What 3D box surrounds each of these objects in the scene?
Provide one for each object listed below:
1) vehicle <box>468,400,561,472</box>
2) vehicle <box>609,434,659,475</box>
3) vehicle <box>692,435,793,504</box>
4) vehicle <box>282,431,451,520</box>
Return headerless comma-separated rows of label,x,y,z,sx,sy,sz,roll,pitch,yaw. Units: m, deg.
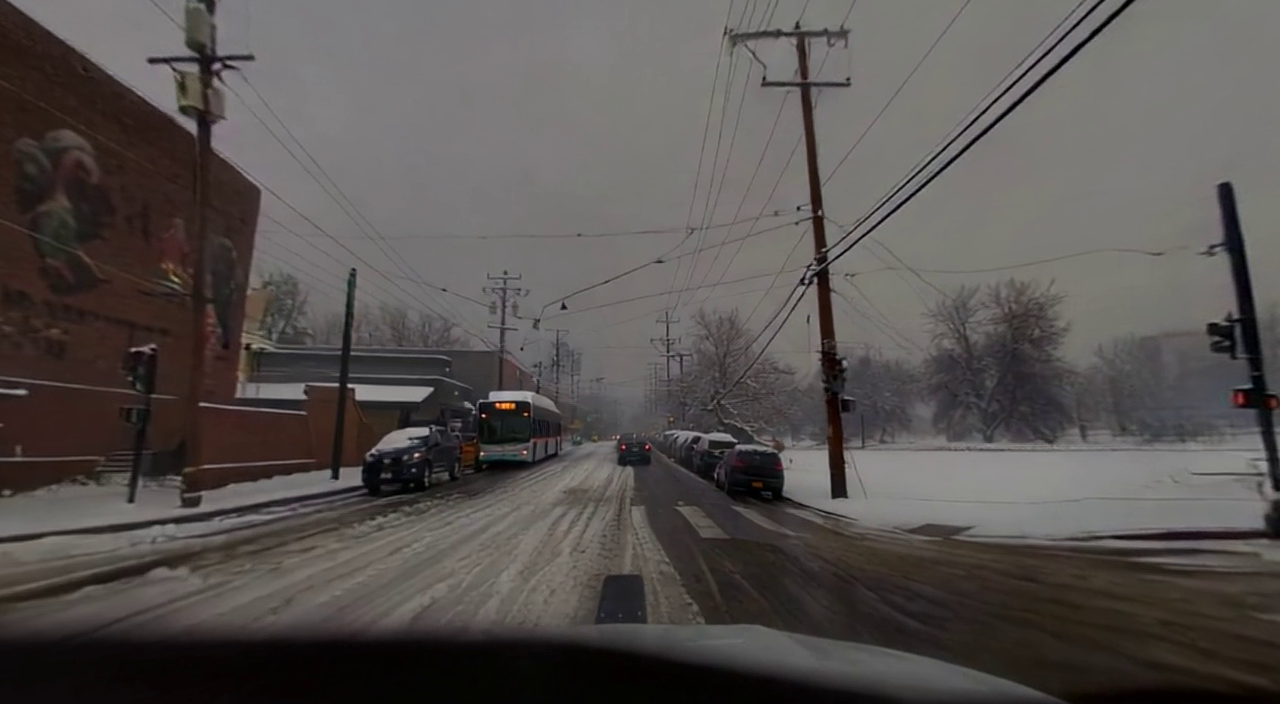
vehicle,-6.665,4.876,36.016,3.297,3.342,12.875,0,-8,-3
vehicle,-0.312,4.812,29.760,2.190,1.783,4.048,0,-8,-2
vehicle,2.860,3.478,18.764,2.171,1.751,4.373,1,-10,-1
vehicle,-7.181,3.264,17.465,2.127,2.034,5.559,0,-8,0
